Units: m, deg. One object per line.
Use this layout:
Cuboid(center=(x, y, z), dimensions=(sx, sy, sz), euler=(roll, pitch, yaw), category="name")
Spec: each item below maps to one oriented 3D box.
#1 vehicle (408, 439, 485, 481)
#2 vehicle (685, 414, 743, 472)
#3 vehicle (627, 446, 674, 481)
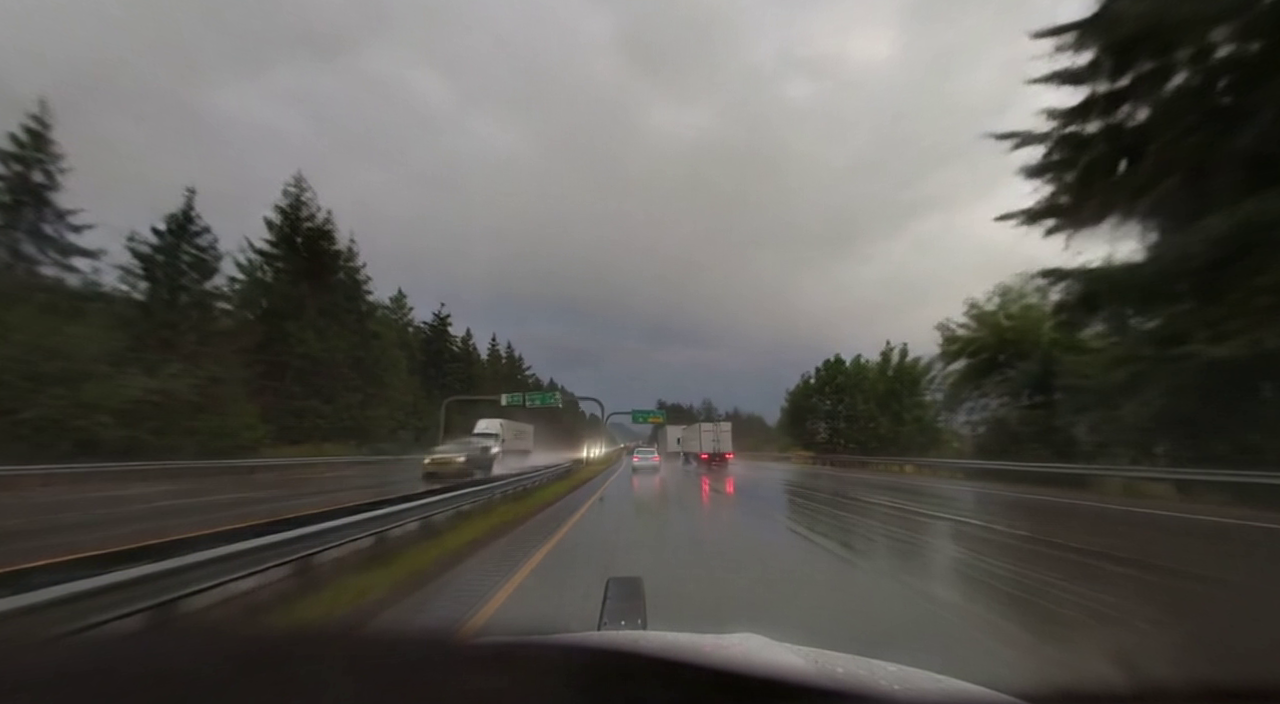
Cuboid(center=(-8.480, 4.759, 28.060), dimensions=(2.044, 1.696, 4.248), euler=(0, -9, 0), category="vehicle")
Cuboid(center=(4.500, 5.755, 39.794), dimensions=(2.600, 3.282, 7.635), euler=(0, -9, -1), category="vehicle")
Cuboid(center=(0.449, 5.193, 29.746), dimensions=(2.069, 1.523, 4.012), euler=(0, -9, -1), category="vehicle")
